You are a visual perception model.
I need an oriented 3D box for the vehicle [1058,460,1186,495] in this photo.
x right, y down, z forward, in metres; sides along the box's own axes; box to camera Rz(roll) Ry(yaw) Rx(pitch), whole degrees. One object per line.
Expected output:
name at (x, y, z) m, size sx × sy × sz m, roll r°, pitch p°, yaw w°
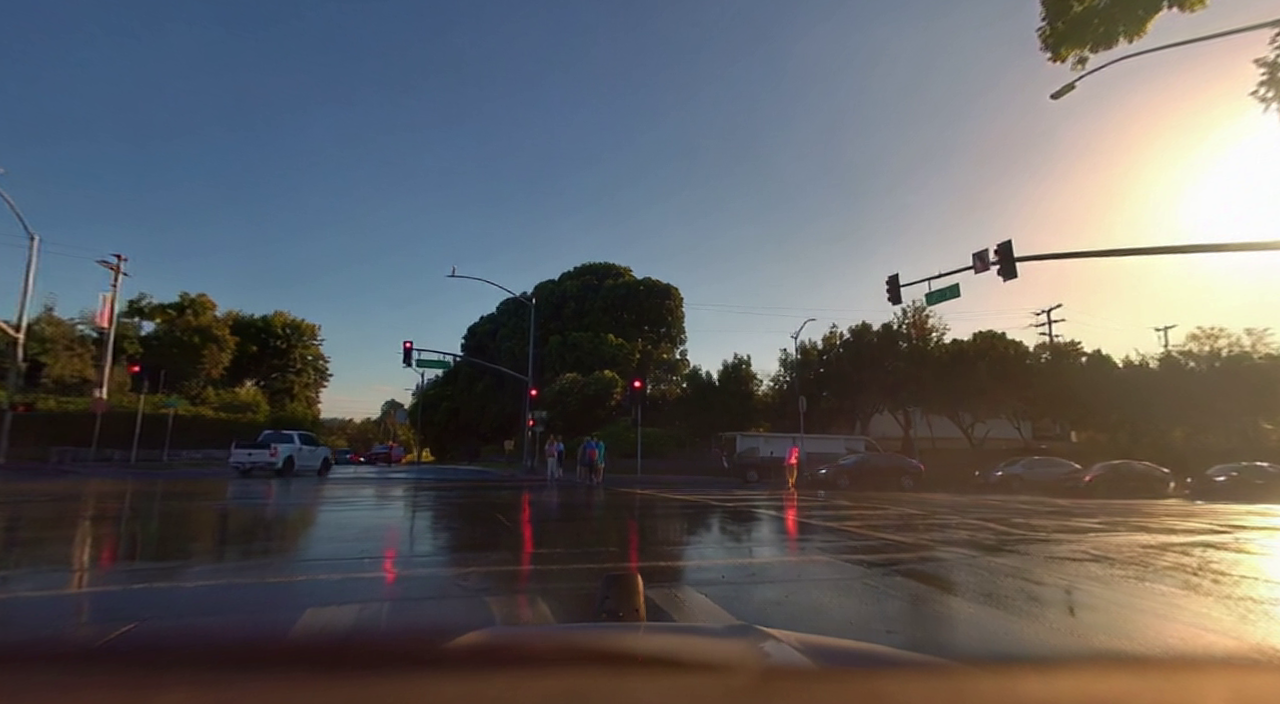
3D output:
vehicle at (23.071, 6.018, 30.234) m, size 4.793 × 1.533 × 1.874 m, roll 1°, pitch -9°, yaw -6°

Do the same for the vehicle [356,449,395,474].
vehicle at (-17.071, 7.054, 40.824) m, size 1.964 × 1.525 × 4.750 m, roll 3°, pitch -9°, yaw -19°

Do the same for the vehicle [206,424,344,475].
vehicle at (-15.919, 4.320, 27.969) m, size 2.243 × 2.011 × 5.631 m, roll -1°, pitch -9°, yaw 6°

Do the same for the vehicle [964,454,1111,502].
vehicle at (15.253, 4.827, 24.313) m, size 4.356 × 1.498 × 1.957 m, roll -2°, pitch -8°, yaw -6°

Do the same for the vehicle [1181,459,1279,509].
vehicle at (24.650, 5.243, 25.268) m, size 4.322 × 1.522 × 1.795 m, roll -4°, pitch -9°, yaw -8°

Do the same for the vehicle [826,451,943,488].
vehicle at (11.074, 5.330, 28.676) m, size 4.537 × 1.608 × 1.827 m, roll 1°, pitch -9°, yaw -7°

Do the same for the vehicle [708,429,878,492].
vehicle at (5.448, 3.904, 22.704) m, size 5.535 × 1.896 × 2.170 m, roll 4°, pitch -9°, yaw -9°
